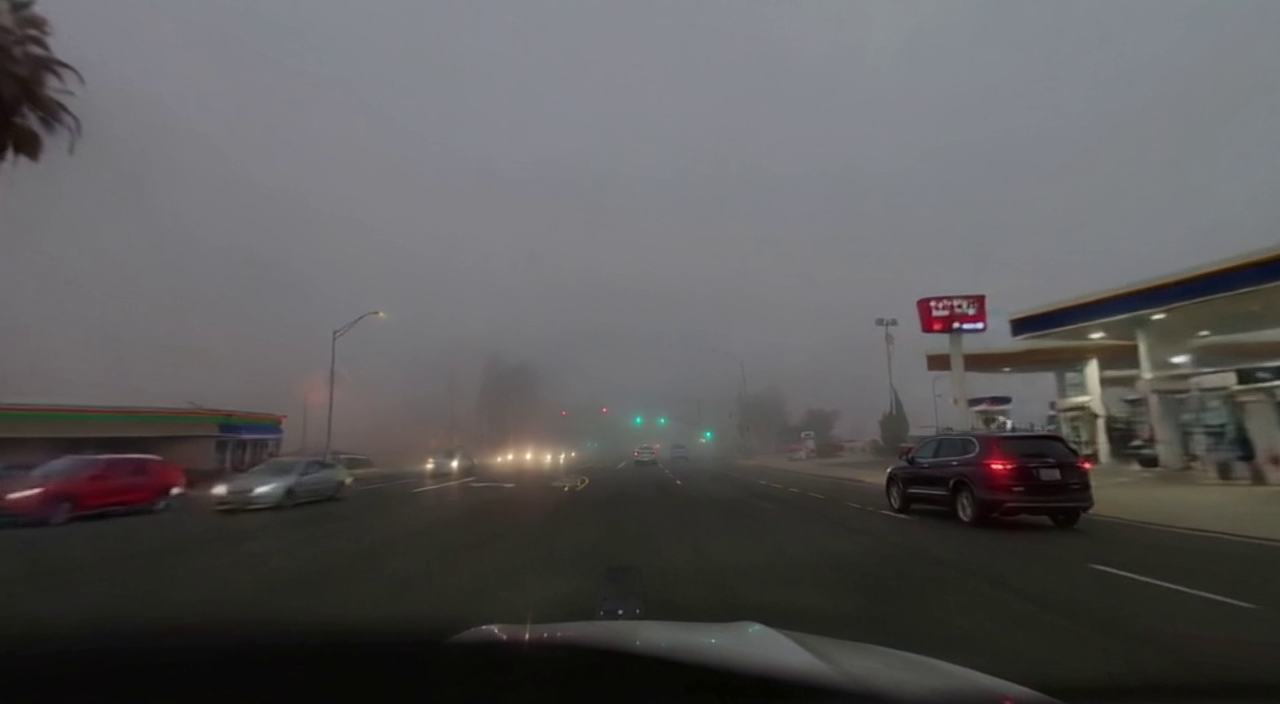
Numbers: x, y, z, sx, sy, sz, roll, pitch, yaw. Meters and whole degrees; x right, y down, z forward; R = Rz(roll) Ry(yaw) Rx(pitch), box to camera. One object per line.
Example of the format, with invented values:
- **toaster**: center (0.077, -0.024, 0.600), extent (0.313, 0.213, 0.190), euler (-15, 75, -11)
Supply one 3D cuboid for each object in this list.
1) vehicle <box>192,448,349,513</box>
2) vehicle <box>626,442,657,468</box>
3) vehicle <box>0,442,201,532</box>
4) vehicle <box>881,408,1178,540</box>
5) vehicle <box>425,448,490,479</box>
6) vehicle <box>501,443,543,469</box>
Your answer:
- **vehicle**: center (-9.246, 3.204, 16.228), extent (1.806, 1.444, 3.606), euler (-1, -9, 1)
- **vehicle**: center (0.107, 7.398, 45.581), extent (2.177, 1.754, 3.815), euler (0, -9, 0)
- **vehicle**: center (-12.699, 2.963, 14.535), extent (2.082, 1.720, 4.316), euler (0, -9, 0)
- **vehicle**: center (6.352, 2.066, 11.275), extent (2.066, 1.807, 4.893), euler (0, -9, -1)
- **vehicle**: center (-9.419, 5.754, 33.050), extent (1.931, 1.479, 4.555), euler (-1, -9, 1)
- **vehicle**: center (-9.043, 8.006, 48.899), extent (2.169, 1.910, 4.745), euler (-1, -9, 2)
